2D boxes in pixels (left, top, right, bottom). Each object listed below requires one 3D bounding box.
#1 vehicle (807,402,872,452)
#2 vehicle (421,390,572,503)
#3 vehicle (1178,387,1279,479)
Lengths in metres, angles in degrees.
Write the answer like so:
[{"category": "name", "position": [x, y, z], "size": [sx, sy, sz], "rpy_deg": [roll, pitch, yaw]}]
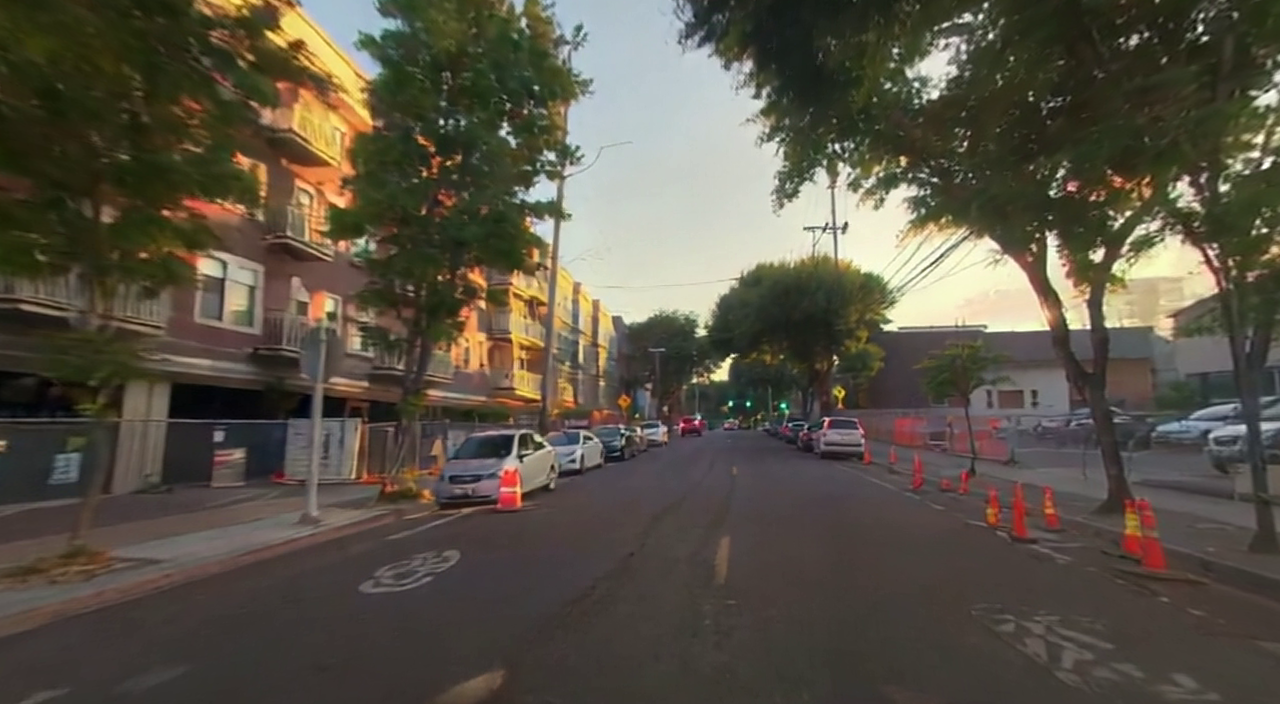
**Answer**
[{"category": "vehicle", "position": [8.655, 3.366, 27.779], "size": [1.994, 1.857, 4.393], "rpy_deg": [1, -10, 8]}, {"category": "vehicle", "position": [-3.048, 2.136, 14.401], "size": [1.894, 2.186, 3.901], "rpy_deg": [-2, -8, 11]}, {"category": "vehicle", "position": [15.955, 1.797, 14.645], "size": [4.585, 1.977, 2.170], "rpy_deg": [-6, -10, 17]}]
